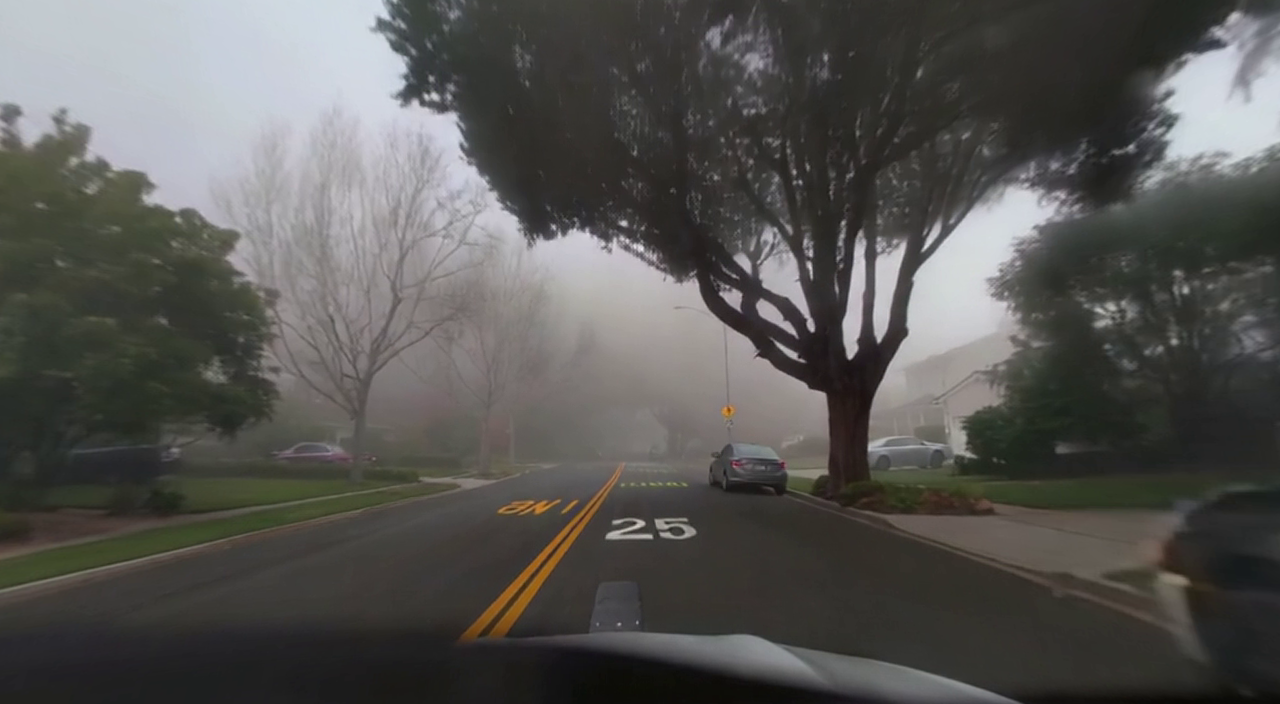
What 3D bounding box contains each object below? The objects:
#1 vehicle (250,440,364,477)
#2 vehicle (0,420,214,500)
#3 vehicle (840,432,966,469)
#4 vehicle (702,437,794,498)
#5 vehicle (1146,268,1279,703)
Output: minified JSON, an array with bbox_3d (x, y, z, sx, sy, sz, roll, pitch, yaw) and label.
[{"bbox_3d":[-16.135,5.182,30.806,4.331,1.738,2.067,0,-9,1],"label":"vehicle"},{"bbox_3d":[-14.405,2.942,17.541,1.933,1.837,4.670,-2,-8,-1],"label":"vehicle"},{"bbox_3d":[11.284,4.278,27.375,4.472,1.481,2.143,-1,-8,0],"label":"vehicle"},{"bbox_3d":[3.148,3.470,19.448,1.988,1.618,4.567,0,-8,-1],"label":"vehicle"},{"bbox_3d":[3.109,0.316,0.355,2.007,1.702,4.430,-1,-8,1],"label":"vehicle"}]
